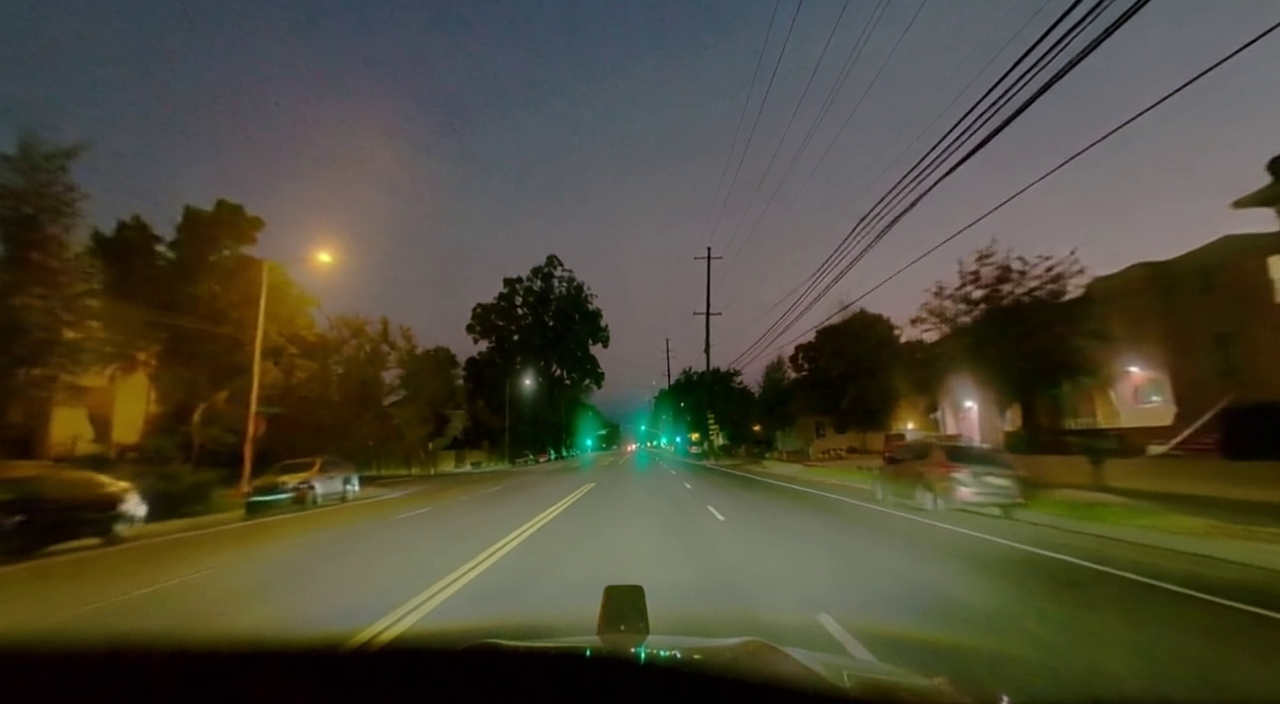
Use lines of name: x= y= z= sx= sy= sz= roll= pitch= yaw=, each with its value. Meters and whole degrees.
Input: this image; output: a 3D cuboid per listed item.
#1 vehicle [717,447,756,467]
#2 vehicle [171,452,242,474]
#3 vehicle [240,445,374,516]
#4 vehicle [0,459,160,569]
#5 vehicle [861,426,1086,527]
vehicle: x=7.114 y=7.794 z=47.000 sx=2.070 sy=1.428 sz=4.636 roll=0 pitch=-9 yaw=-1
vehicle: x=-31.695 y=8.094 z=46.281 sx=1.786 sy=1.448 sz=4.702 roll=-1 pitch=-8 yaw=2
vehicle: x=-10.439 y=3.982 z=20.165 sx=1.984 sy=1.762 sz=4.266 roll=-4 pitch=-7 yaw=0
vehicle: x=-10.672 y=2.713 z=10.528 sx=1.932 sy=1.472 sz=4.516 roll=-3 pitch=-7 yaw=-2
vehicle: x=6.689 y=2.542 z=13.496 sx=2.194 sy=1.741 sz=4.800 roll=-1 pitch=-9 yaw=0
